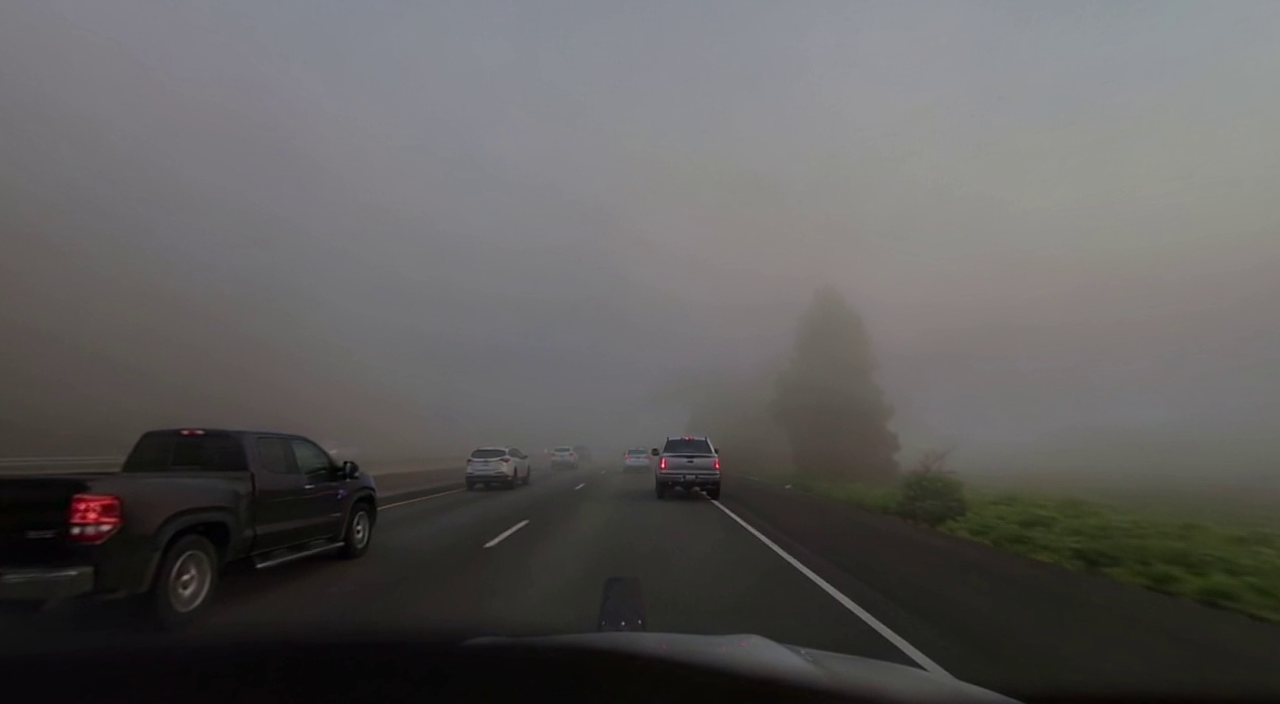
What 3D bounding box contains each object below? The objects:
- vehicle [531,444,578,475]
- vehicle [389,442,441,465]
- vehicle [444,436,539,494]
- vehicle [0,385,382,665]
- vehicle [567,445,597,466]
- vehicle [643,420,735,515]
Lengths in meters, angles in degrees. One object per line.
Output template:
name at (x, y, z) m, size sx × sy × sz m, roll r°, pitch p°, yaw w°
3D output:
vehicle at (-4.439, 5.647, 33.256) m, size 1.867 × 1.489 × 3.829 m, roll 0°, pitch -9°, yaw 1°
vehicle at (-15.553, 7.035, 43.778) m, size 1.996 × 1.519 × 4.282 m, roll 0°, pitch -9°, yaw 1°
vehicle at (-4.610, 3.569, 20.283) m, size 1.934 × 1.642 × 4.201 m, roll 0°, pitch -9°, yaw 2°
vehicle at (-4.264, 1.321, 5.775) m, size 2.034 × 1.642 × 3.969 m, roll 0°, pitch -9°, yaw 1°
vehicle at (-4.458, 8.011, 48.753) m, size 1.855 × 1.527 × 4.209 m, roll 0°, pitch -9°, yaw 1°
vehicle at (1.019, 2.673, 14.956) m, size 1.825 × 1.920 × 3.960 m, roll 0°, pitch -9°, yaw 0°
